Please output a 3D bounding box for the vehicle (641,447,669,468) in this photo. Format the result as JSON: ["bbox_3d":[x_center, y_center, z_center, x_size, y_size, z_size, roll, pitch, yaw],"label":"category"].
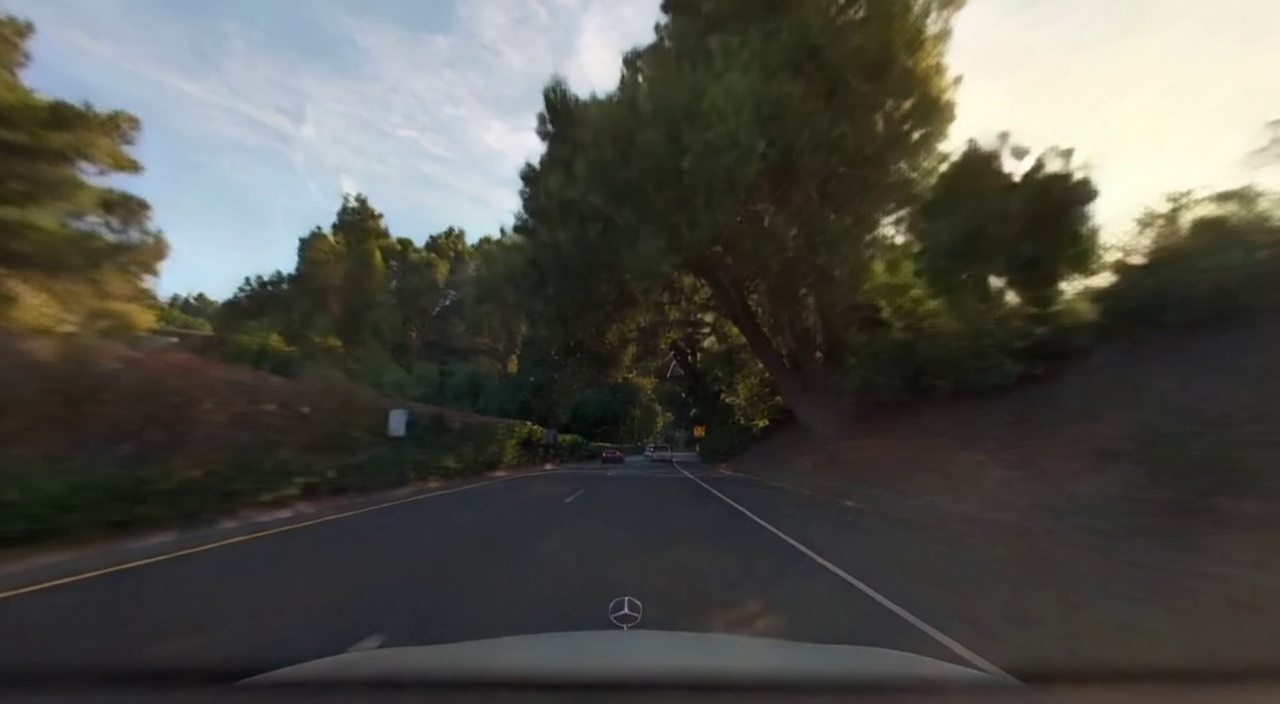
[{"bbox_3d":[1.066,7.724,46.221,1.934,1.488,3.832,0,-9,0],"label":"vehicle"}]
